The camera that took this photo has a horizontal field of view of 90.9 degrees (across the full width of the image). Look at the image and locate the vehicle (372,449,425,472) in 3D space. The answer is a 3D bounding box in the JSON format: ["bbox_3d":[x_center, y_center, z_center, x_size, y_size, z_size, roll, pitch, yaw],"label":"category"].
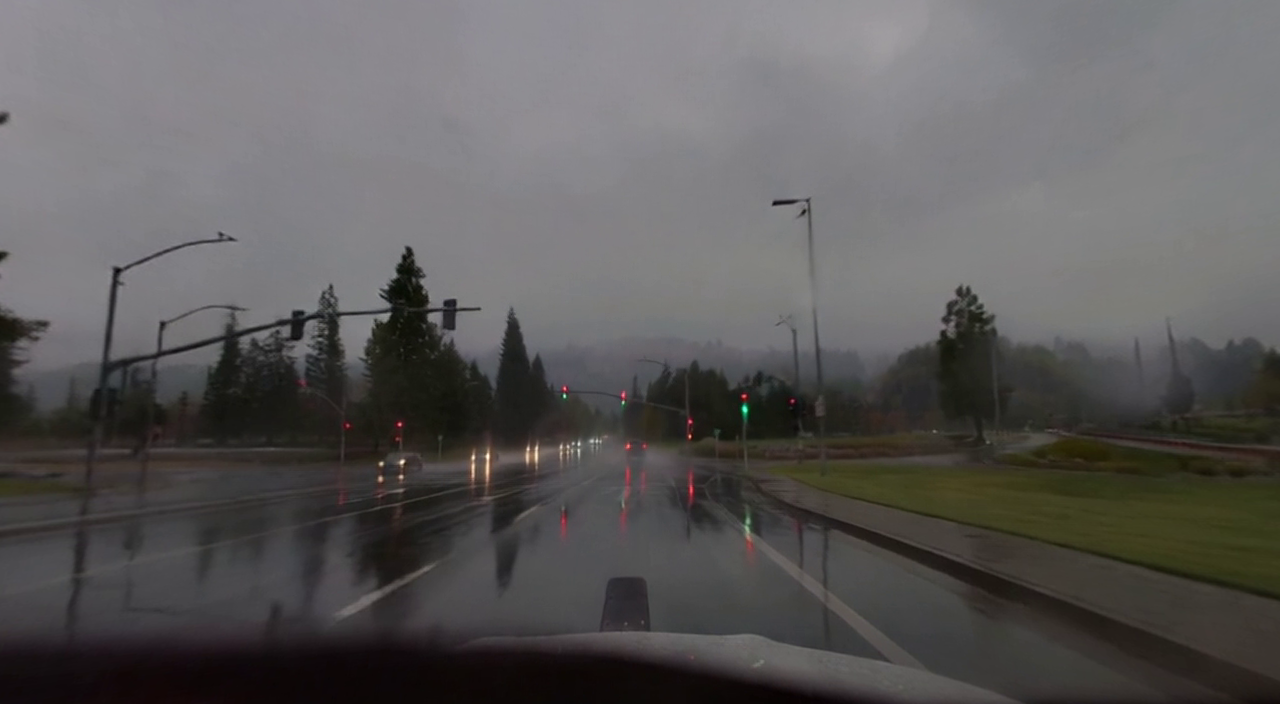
[{"bbox_3d":[-16.538,7.426,43.401,1.818,1.384,4.874,0,-8,-2],"label":"vehicle"}]
